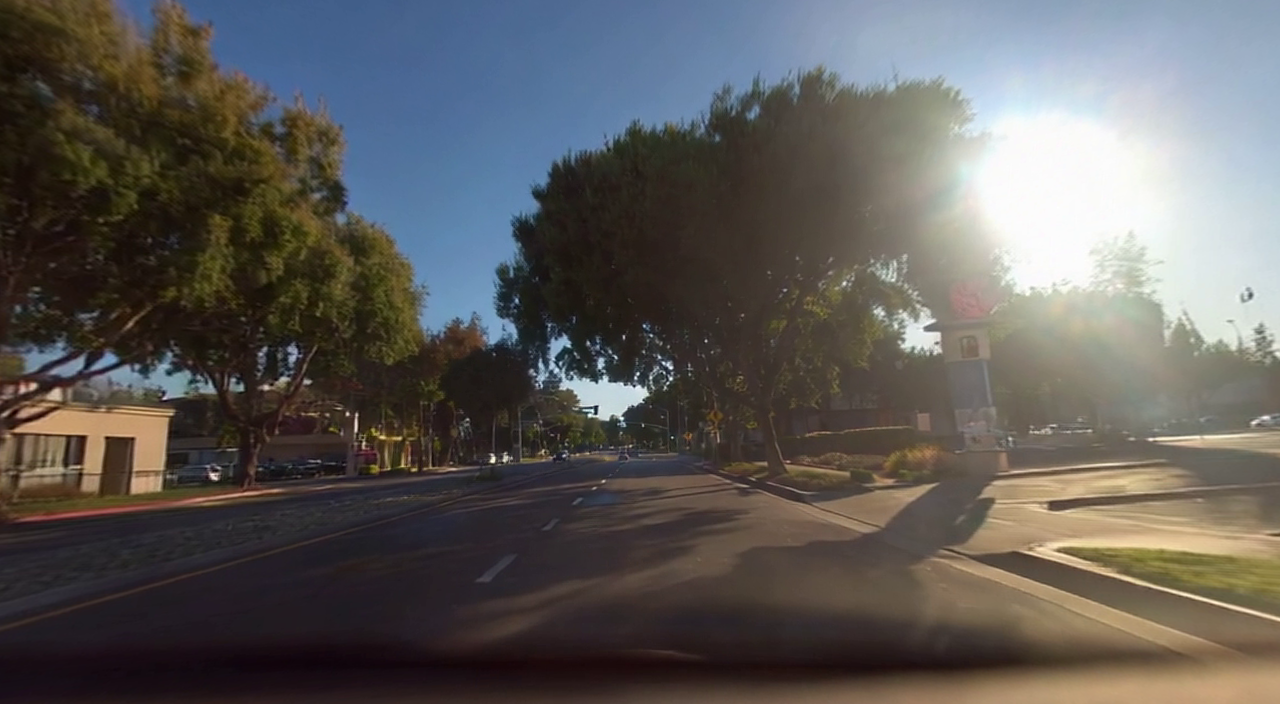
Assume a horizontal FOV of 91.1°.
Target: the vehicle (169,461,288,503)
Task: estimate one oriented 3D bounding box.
[{"bbox_3d":[-17.381,5.467,26.824,1.861,1.541,4.530,0,-9,3],"label":"vehicle"}]
